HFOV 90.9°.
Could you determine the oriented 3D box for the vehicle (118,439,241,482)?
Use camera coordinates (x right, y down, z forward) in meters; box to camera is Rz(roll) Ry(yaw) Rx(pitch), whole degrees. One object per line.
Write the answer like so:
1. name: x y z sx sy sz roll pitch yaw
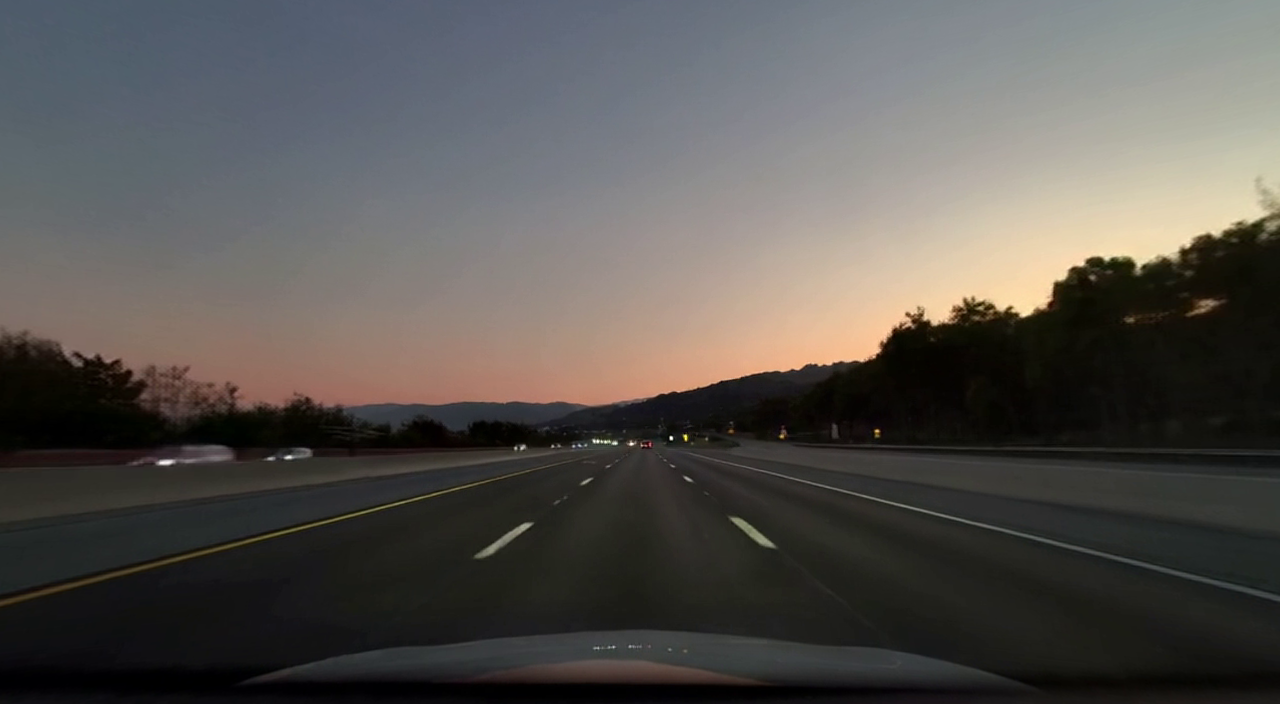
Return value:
1. vehicle: -23.225 5.459 32.185 2.111 1.937 5.530 -1 -8 0
